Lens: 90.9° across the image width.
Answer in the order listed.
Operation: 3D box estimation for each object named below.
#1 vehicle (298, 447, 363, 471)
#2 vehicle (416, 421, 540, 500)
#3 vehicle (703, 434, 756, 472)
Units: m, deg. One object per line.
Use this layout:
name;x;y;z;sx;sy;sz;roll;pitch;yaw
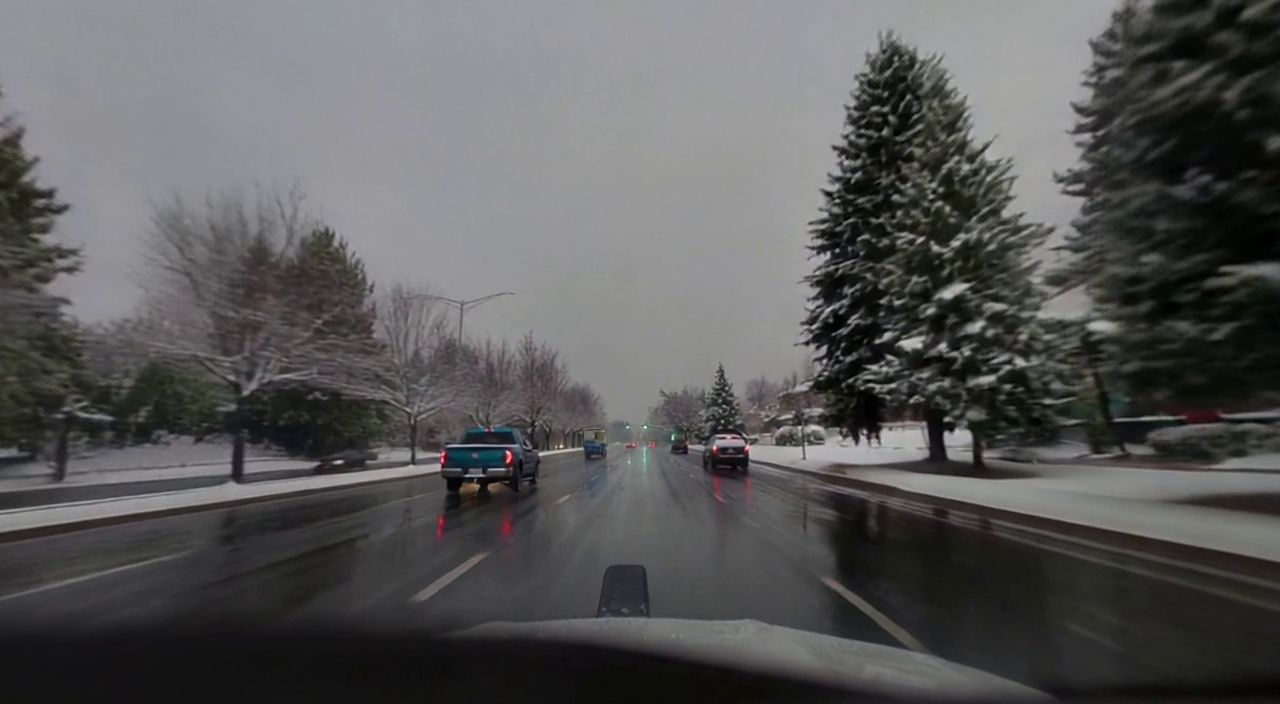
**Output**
vehicle;-20.374;7.044;41.686;1.939;1.475;4.491;0;-8;1
vehicle;-4.020;2.798;16.585;2.002;1.747;4.728;0;-8;0
vehicle;4.327;4.936;31.031;2.016;1.736;4.356;0;-8;1
